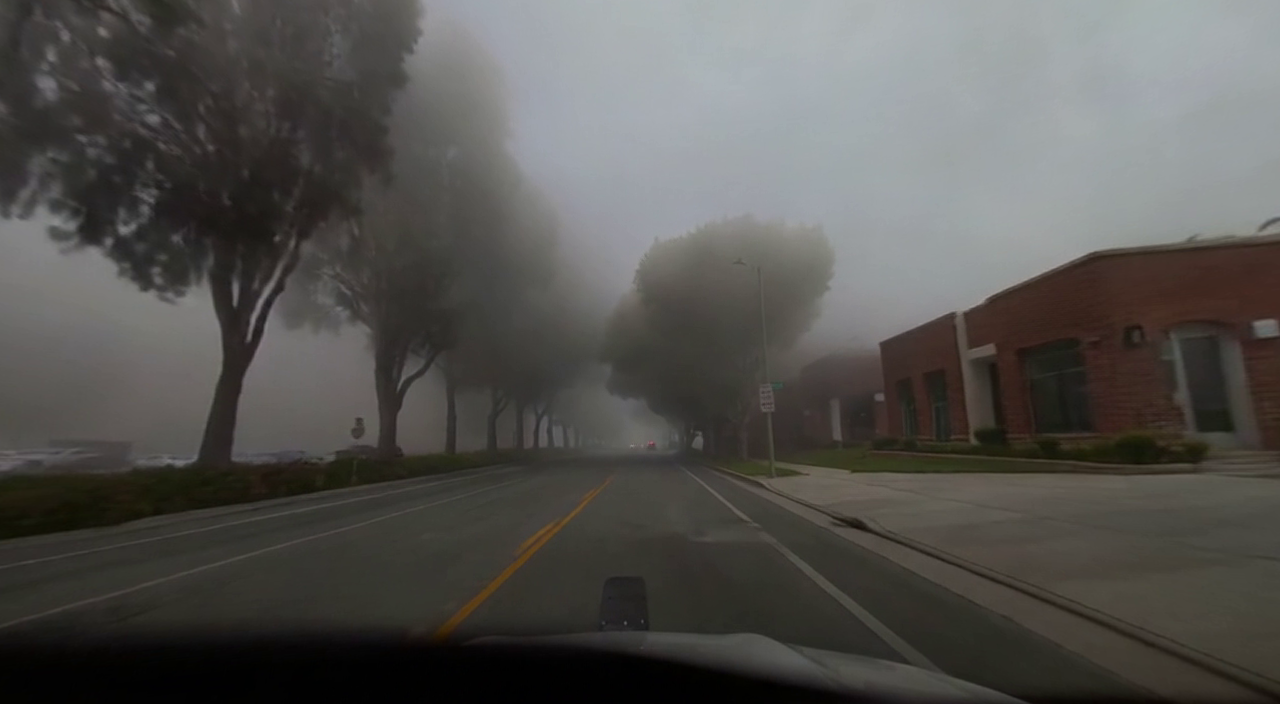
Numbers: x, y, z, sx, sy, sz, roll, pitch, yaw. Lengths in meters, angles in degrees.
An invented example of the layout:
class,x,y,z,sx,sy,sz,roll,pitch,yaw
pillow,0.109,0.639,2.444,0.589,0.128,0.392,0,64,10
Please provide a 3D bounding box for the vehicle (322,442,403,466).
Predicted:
class,x,y,z,sx,sy,sz,roll,pitch,yaw
vehicle,-18.836,6.935,42.905,4.606,1.544,1.965,0,-8,0

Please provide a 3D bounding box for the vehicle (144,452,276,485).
class,x,y,z,sx,sy,sz,roll,pitch,yaw
vehicle,-19.535,5.278,28.775,4.567,1.402,1.910,0,-8,0

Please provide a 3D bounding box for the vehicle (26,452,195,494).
class,x,y,z,sx,sy,sz,roll,pitch,yaw
vehicle,-19.812,4.538,23.760,4.503,1.462,1.993,0,-8,-1

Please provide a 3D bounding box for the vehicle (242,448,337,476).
class,x,y,z,sx,sy,sz,roll,pitch,yaw
vehicle,-19.116,5.991,34.501,4.005,1.433,1.953,0,-8,0
